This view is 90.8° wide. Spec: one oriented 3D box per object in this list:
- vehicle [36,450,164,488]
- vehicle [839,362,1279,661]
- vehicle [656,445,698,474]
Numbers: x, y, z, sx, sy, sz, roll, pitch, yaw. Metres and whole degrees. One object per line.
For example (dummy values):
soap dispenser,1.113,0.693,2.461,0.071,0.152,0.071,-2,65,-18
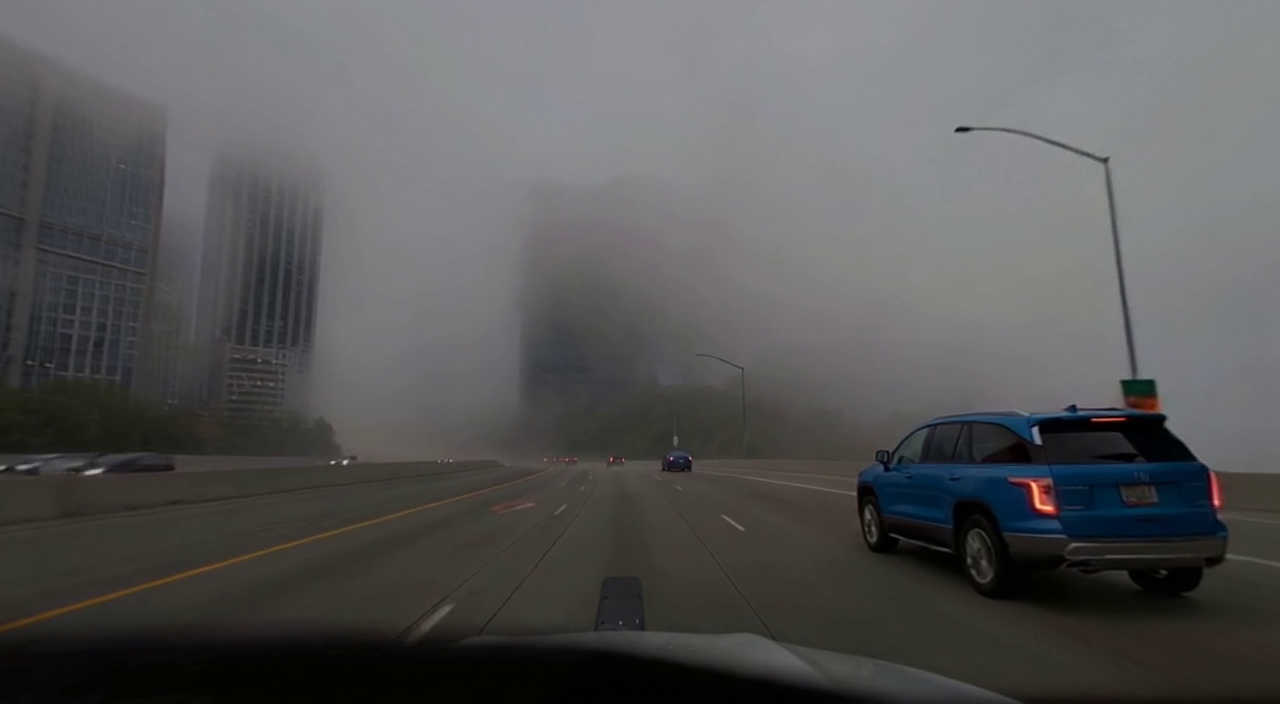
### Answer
vehicle,-25.477,5.488,30.084,1.984,1.647,4.811,0,-9,-2
vehicle,3.792,1.305,6.163,2.182,1.826,4.392,0,-9,-1
vehicle,2.376,7.078,41.928,2.110,1.780,4.682,0,-9,-5
